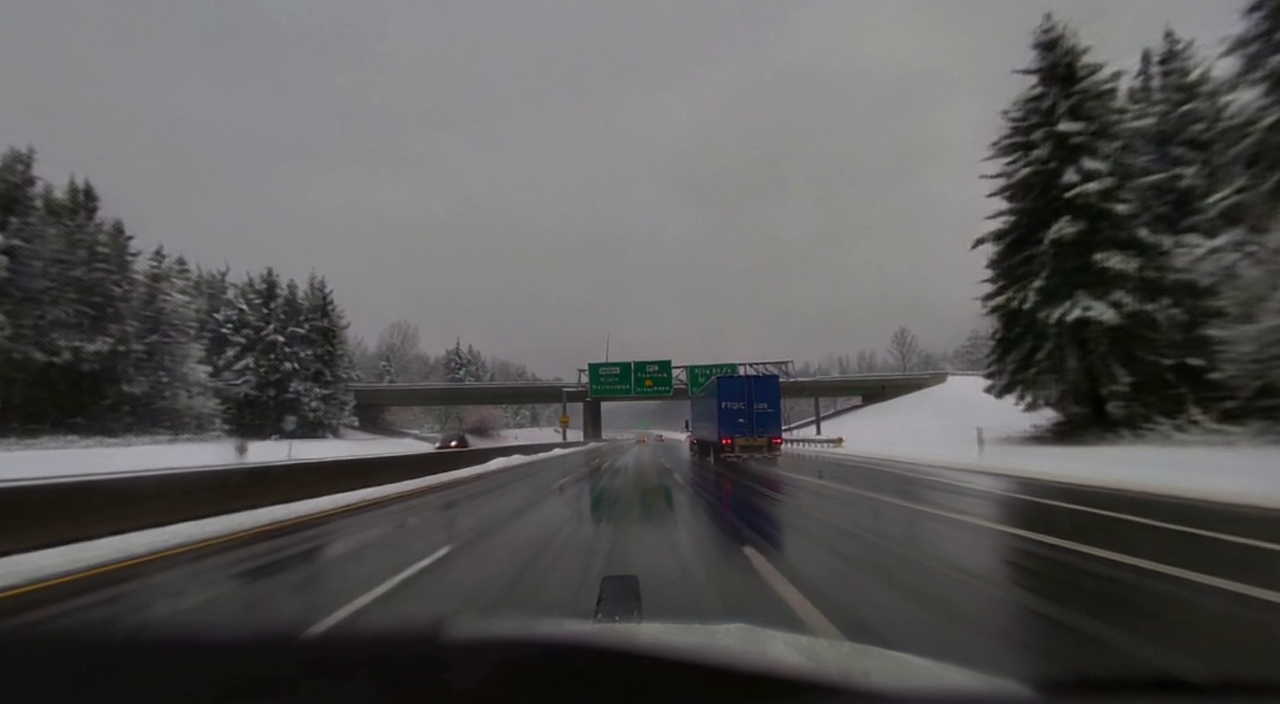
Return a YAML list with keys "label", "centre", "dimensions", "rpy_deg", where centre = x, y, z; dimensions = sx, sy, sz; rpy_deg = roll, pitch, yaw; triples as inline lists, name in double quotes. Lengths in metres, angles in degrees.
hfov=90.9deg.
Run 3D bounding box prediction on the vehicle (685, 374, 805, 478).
- label: "vehicle"
  centre: [3.839, 3.169, 26.157]
  dimensions: [2.849, 3.391, 11.018]
  rpy_deg: [0, -8, -1]
